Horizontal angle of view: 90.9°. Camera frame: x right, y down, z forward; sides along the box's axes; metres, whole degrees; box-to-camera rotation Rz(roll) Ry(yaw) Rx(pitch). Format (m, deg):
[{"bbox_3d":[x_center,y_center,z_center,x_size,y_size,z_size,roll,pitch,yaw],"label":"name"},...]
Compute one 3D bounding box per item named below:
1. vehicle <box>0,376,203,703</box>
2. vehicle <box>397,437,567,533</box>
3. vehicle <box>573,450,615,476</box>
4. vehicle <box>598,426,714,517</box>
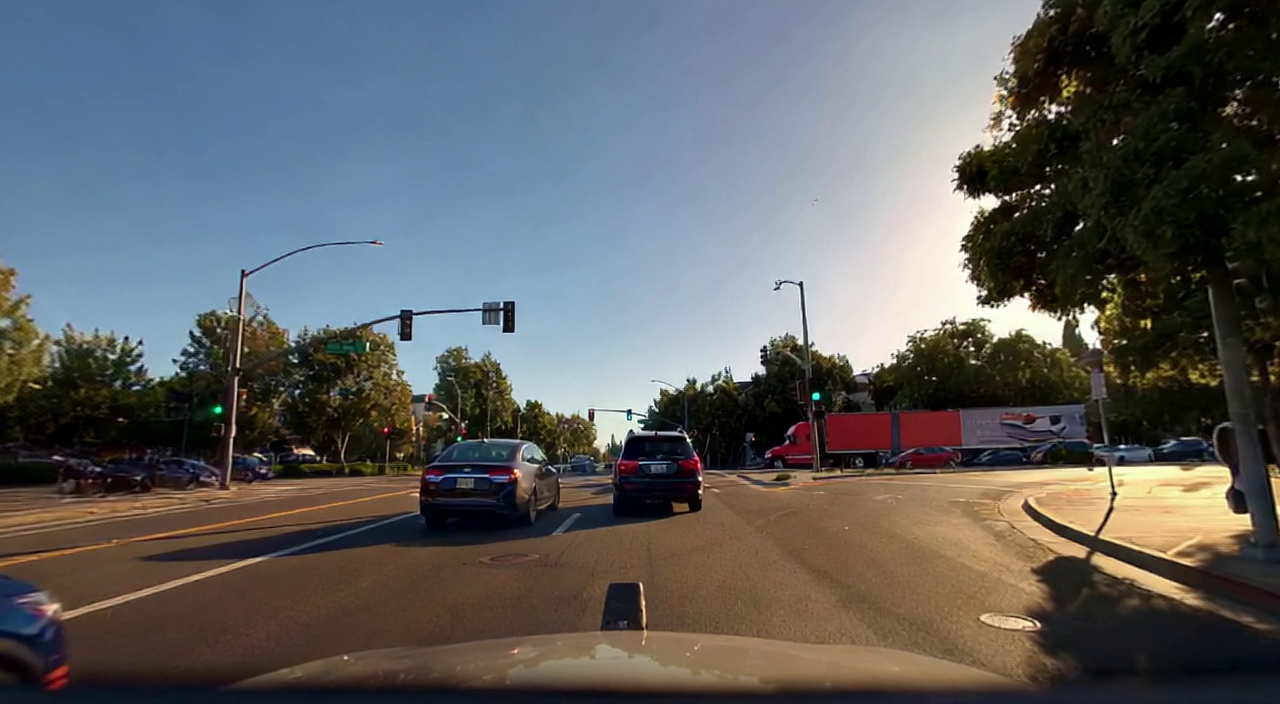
[{"bbox_3d":[-3.102,0.723,1.197,1.960,1.528,3.490,0,-8,1],"label":"vehicle"},{"bbox_3d":[-2.718,2.401,12.071,2.013,1.474,4.393,0,-8,1],"label":"vehicle"},{"bbox_3d":[-2.702,6.649,37.982,2.101,1.443,4.367,0,-8,1],"label":"vehicle"},{"bbox_3d":[0.326,2.542,13.842,2.163,1.678,3.846,0,-8,1],"label":"vehicle"}]
